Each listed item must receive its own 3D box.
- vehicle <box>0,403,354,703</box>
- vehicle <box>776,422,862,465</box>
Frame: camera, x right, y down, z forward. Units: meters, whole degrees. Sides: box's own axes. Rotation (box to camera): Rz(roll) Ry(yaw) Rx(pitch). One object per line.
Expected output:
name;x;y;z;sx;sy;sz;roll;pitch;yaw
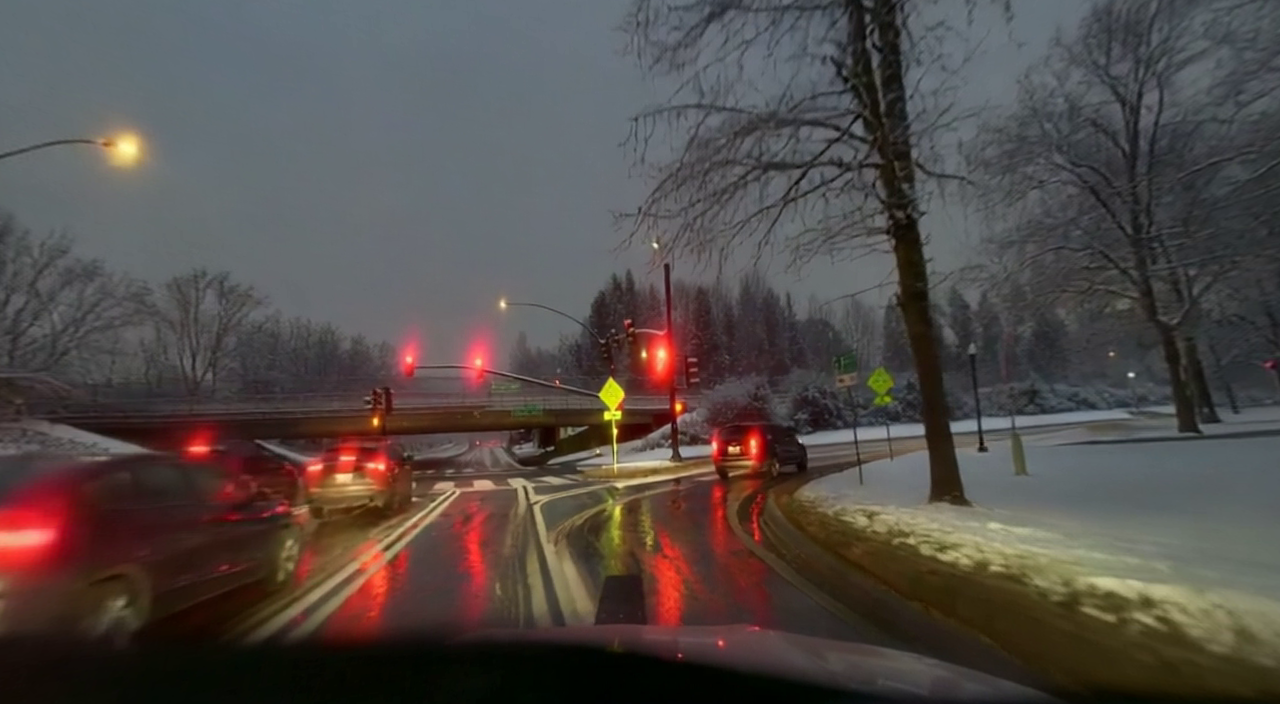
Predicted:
vehicle;-3.661;1.236;4.177;2.176;1.489;4.518;1;-9;-11
vehicle;7.539;3.824;26.381;1.908;1.622;4.166;-7;-11;39
